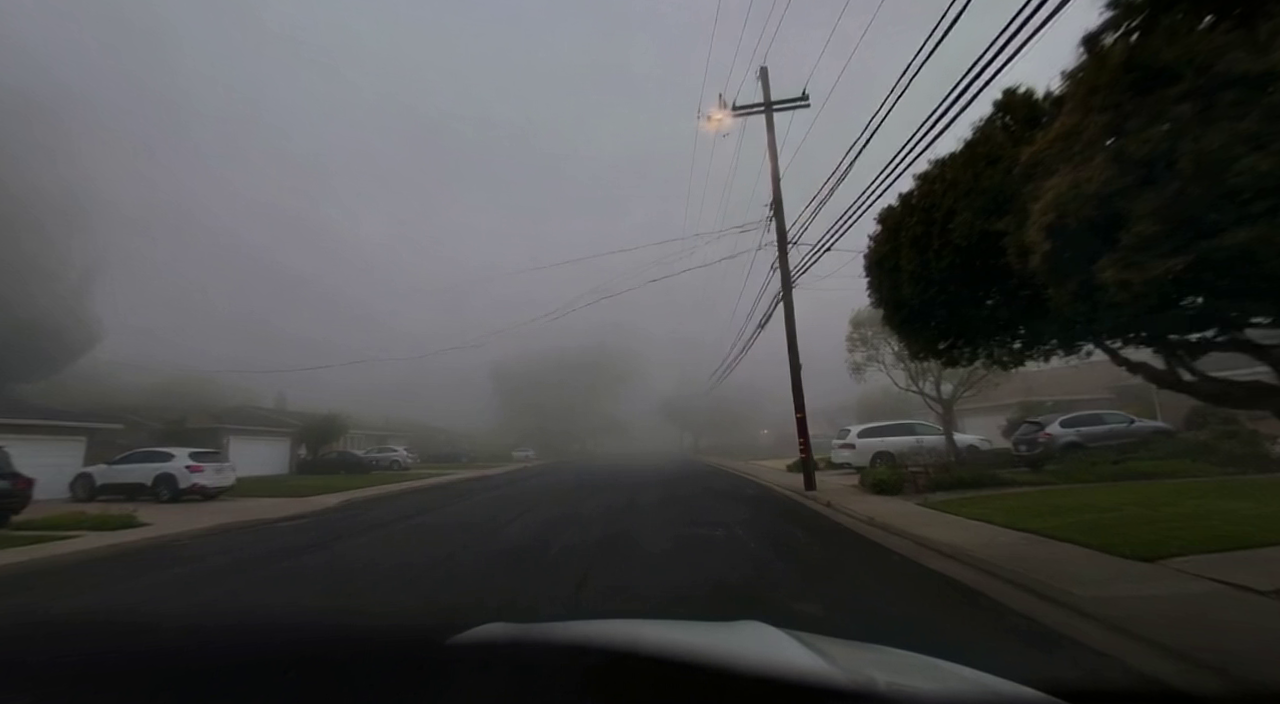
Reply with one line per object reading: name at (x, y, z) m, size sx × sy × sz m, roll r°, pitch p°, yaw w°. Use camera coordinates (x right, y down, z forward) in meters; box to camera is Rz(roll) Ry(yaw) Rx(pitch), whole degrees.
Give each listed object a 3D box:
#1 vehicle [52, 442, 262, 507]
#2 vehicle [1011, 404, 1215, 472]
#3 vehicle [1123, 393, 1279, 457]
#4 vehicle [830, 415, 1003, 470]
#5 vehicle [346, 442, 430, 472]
vehicle at (-13.711, 3.464, 18.131) m, size 4.495 × 1.706 × 1.972 m, roll -1°, pitch -8°, yaw 5°
vehicle at (13.568, 2.511, 18.387) m, size 4.209 × 1.834 × 2.019 m, roll 0°, pitch -9°, yaw 1°
vehicle at (20.862, 2.684, 22.805) m, size 4.843 × 2.185 × 2.250 m, roll 0°, pitch -10°, yaw 2°
vehicle at (9.854, 3.282, 22.872) m, size 5.273 × 1.868 × 2.070 m, roll 0°, pitch -8°, yaw 0°
vehicle at (-14.813, 6.143, 37.136) m, size 4.232 × 1.693 × 1.949 m, roll -3°, pitch -9°, yaw 17°
